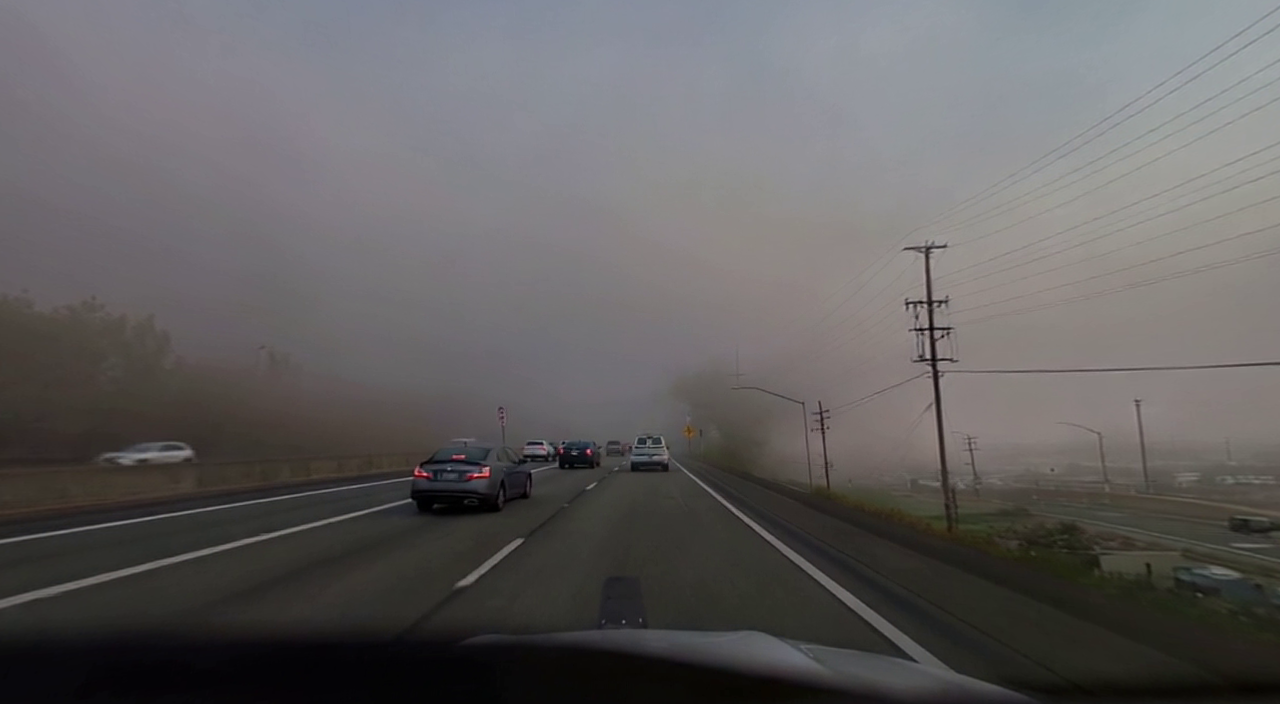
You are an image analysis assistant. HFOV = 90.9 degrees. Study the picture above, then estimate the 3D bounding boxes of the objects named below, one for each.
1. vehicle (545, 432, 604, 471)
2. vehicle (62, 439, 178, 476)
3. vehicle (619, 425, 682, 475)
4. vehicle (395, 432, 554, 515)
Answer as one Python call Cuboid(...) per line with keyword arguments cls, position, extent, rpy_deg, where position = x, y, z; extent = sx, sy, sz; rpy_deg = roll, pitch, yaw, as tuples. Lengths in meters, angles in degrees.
Cuboid(cls="vehicle", position=(-2.959, 4.658, 29.711), extent=(2.051, 1.695, 4.731), rpy_deg=(-1, -8, 3))
Cuboid(cls="vehicle", position=(-24.133, 4.902, 29.474), extent=(1.908, 1.571, 3.968), rpy_deg=(0, -8, 2))
Cuboid(cls="vehicle", position=(0.442, 3.954, 25.547), extent=(2.319, 1.813, 4.274), rpy_deg=(0, -8, 1))
Cuboid(cls="vehicle", position=(-3.261, 2.501, 13.524), extent=(2.092, 1.464, 4.466), rpy_deg=(0, -8, 2))
